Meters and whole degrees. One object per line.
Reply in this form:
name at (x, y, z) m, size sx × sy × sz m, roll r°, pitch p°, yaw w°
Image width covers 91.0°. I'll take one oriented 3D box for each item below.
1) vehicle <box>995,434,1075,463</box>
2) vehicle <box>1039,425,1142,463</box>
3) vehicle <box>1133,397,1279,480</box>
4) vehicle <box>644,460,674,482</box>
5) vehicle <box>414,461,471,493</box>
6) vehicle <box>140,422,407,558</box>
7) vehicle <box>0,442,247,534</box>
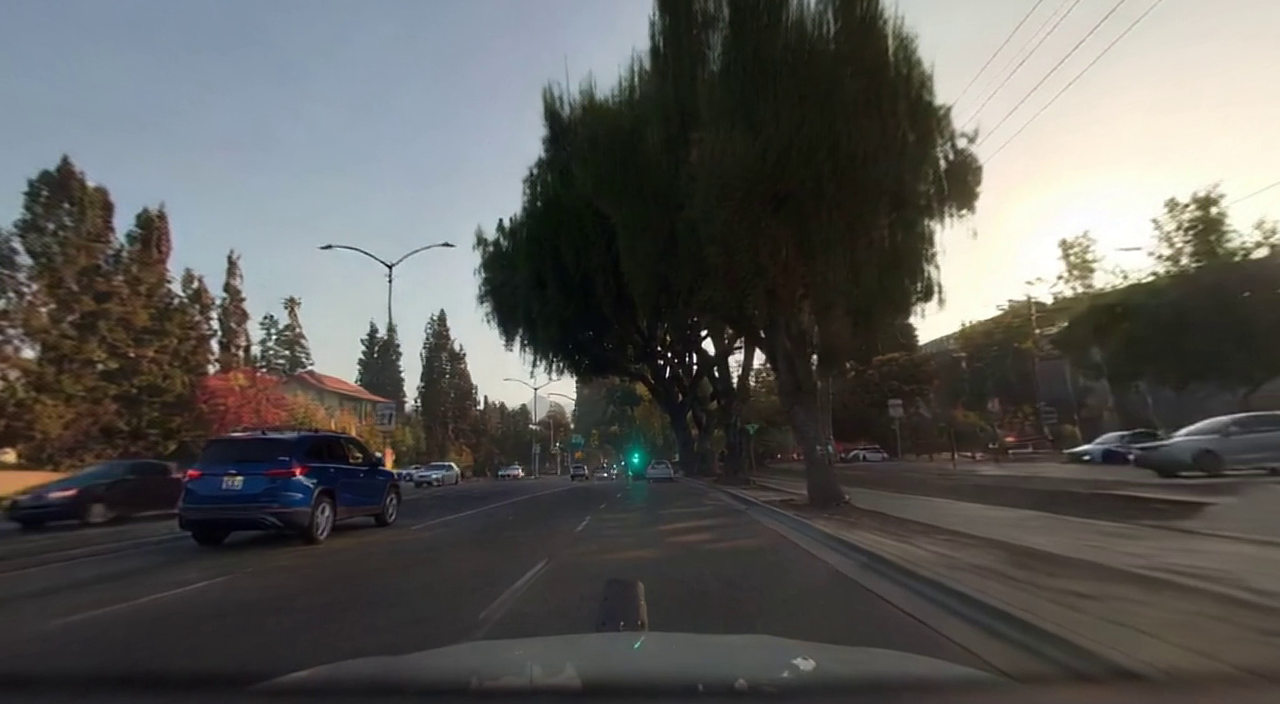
vehicle at (23.064, 5.674, 37.040) m, size 2.001 × 1.558 × 4.803 m, roll -1°, pitch -9°, yaw 6°
vehicle at (22.193, 4.588, 31.293) m, size 2.018 × 1.751 × 4.637 m, roll -1°, pitch -9°, yaw 6°
vehicle at (12.767, 1.750, 12.587) m, size 1.884 × 1.522 × 4.642 m, roll 0°, pitch -9°, yaw -3°
vehicle at (1.356, 8.634, 45.845) m, size 2.091 × 1.494 × 3.962 m, roll 0°, pitch -9°, yaw 0°
vehicle at (-11.694, 7.412, 37.685) m, size 2.064 × 1.515 × 5.056 m, roll 1°, pitch -7°, yaw -4°
vehicle at (-6.024, 2.292, 11.151) m, size 2.027 × 1.908 × 4.273 m, roll 0°, pitch -9°, yaw 1°
vehicle at (-11.685, 3.041, 14.764) m, size 2.042 × 1.801 × 4.378 m, roll 0°, pitch -9°, yaw 1°
